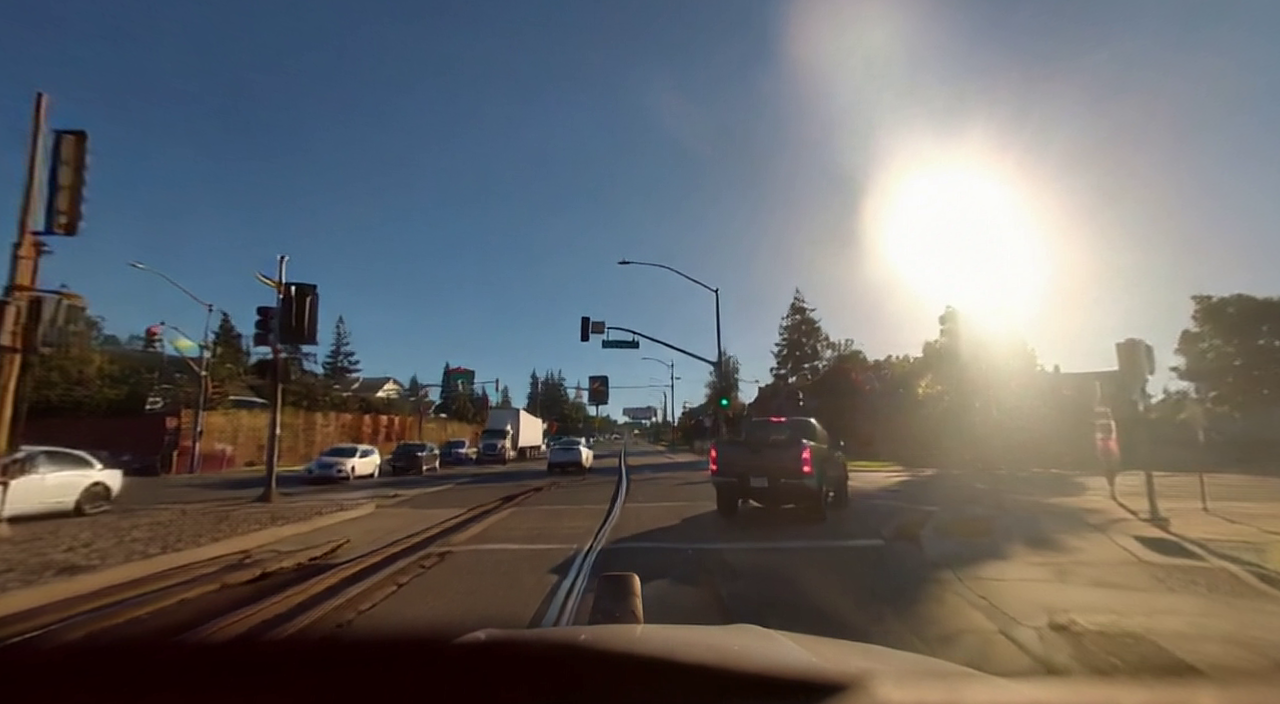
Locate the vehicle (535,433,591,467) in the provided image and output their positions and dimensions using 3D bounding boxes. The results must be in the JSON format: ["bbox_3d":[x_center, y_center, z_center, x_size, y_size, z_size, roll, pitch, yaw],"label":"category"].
[{"bbox_3d":[-3.577,4.633,30.207,2.004,1.482,4.799,0,-8,1],"label":"vehicle"}]

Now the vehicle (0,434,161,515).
[{"bbox_3d":[-12.922,2.499,13.369,2.027,1.482,4.711,0,-8,-2],"label":"vehicle"}]

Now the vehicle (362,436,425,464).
[{"bbox_3d":[-13.919,5.542,35.923,1.864,1.456,4.409,0,-8,-1],"label":"vehicle"}]

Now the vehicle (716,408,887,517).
[{"bbox_3d":[3.828,2.352,14.158,2.404,1.926,5.251,-4,-9,28],"label":"vehicle"}]

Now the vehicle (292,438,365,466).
[{"bbox_3d":[-17.687,5.658,36.114,1.908,1.482,4.621,0,-8,-1],"label":"vehicle"}]
